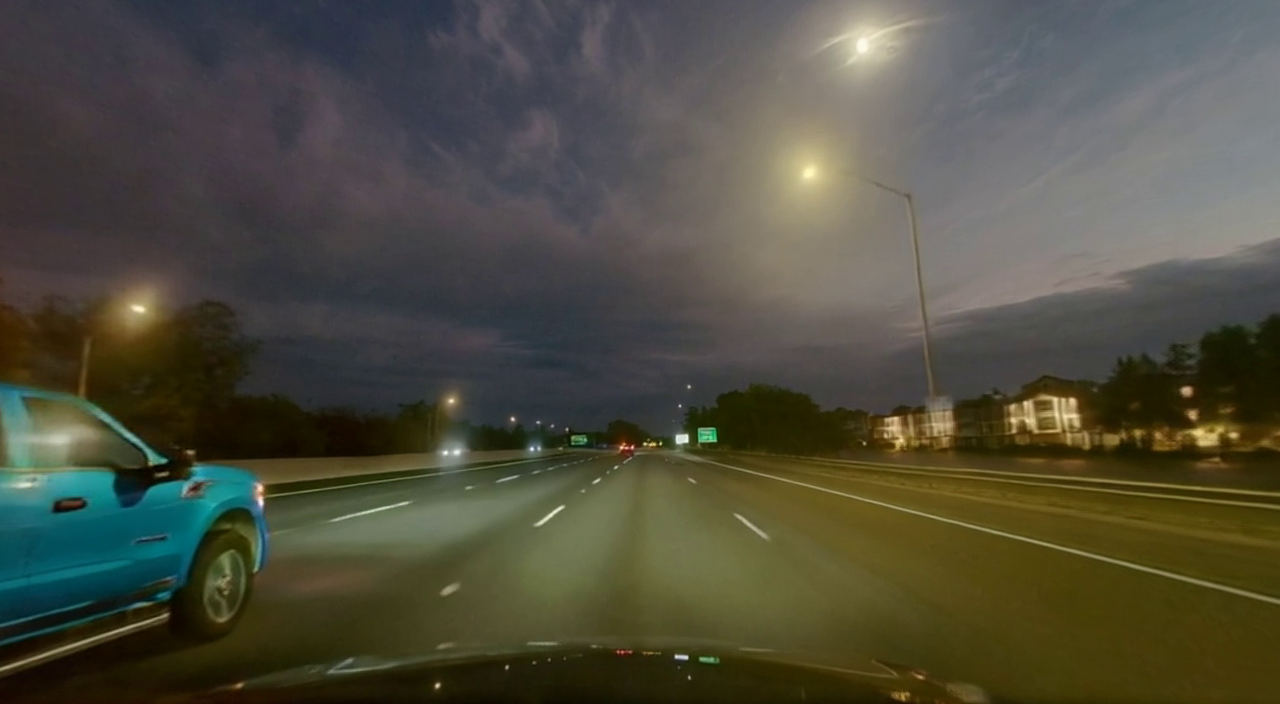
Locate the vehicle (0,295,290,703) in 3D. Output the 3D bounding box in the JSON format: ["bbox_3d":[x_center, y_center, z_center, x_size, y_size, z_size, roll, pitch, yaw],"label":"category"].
[{"bbox_3d":[-3.561,0.603,1.703,2.202,1.836,5.009,0,-9,2],"label":"vehicle"}]
